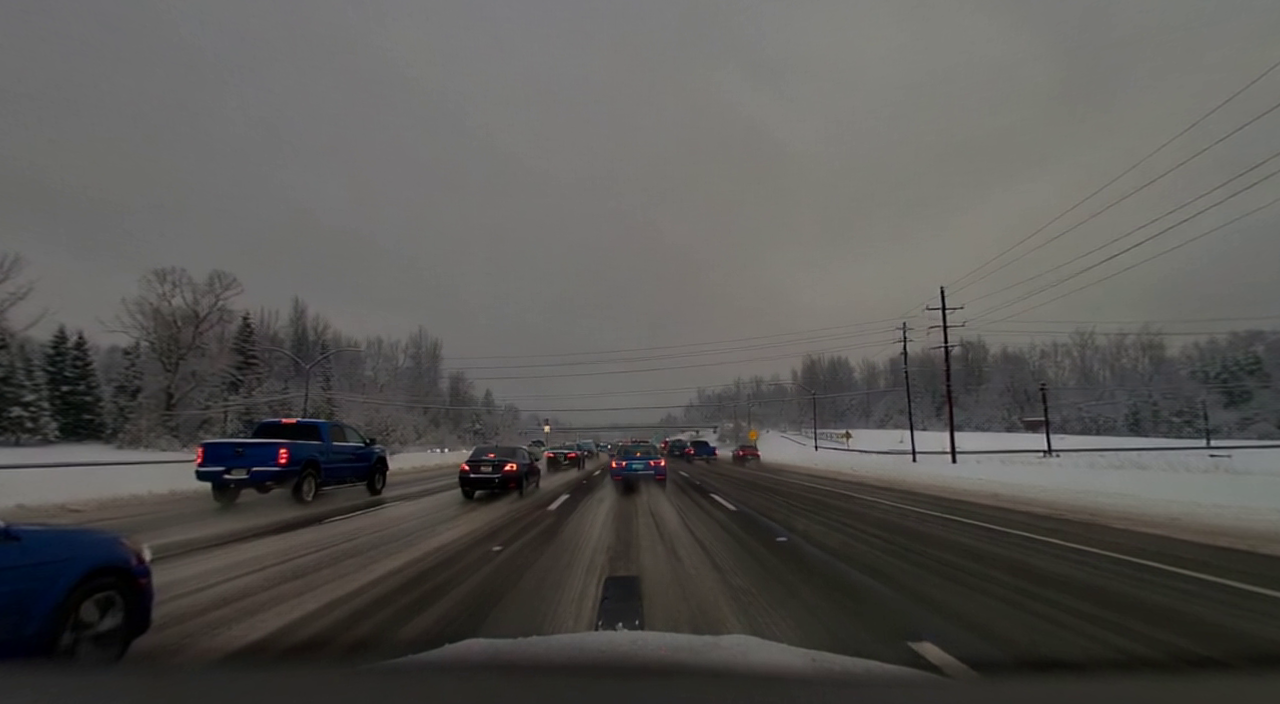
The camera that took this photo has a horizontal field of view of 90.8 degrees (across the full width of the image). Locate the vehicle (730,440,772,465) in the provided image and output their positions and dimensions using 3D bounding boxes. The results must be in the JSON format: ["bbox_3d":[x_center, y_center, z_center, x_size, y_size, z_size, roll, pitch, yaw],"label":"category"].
[{"bbox_3d":[7.742,7.039,44.460,1.969,1.608,4.865,0,-8,-1],"label":"vehicle"}]

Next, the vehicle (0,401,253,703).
[{"bbox_3d":[-3.637,0.849,1.895,1.955,1.481,4.604,0,-8,1],"label":"vehicle"}]

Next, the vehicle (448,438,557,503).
[{"bbox_3d":[-3.367,2.978,16.323,1.899,1.437,4.131,0,-8,0],"label":"vehicle"}]

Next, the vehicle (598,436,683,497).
[{"bbox_3d":[-0.014,3.181,18.009,2.102,1.499,4.439,0,-8,-1],"label":"vehicle"}]

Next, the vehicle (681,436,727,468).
[{"bbox_3d":[3.787,6.056,38.552,2.113,1.800,5.376,0,-8,-2],"label":"vehicle"}]

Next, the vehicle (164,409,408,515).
[{"bbox_3d":[-7.541,2.433,14.444,2.194,1.922,5.637,0,-8,1],"label":"vehicle"}]
